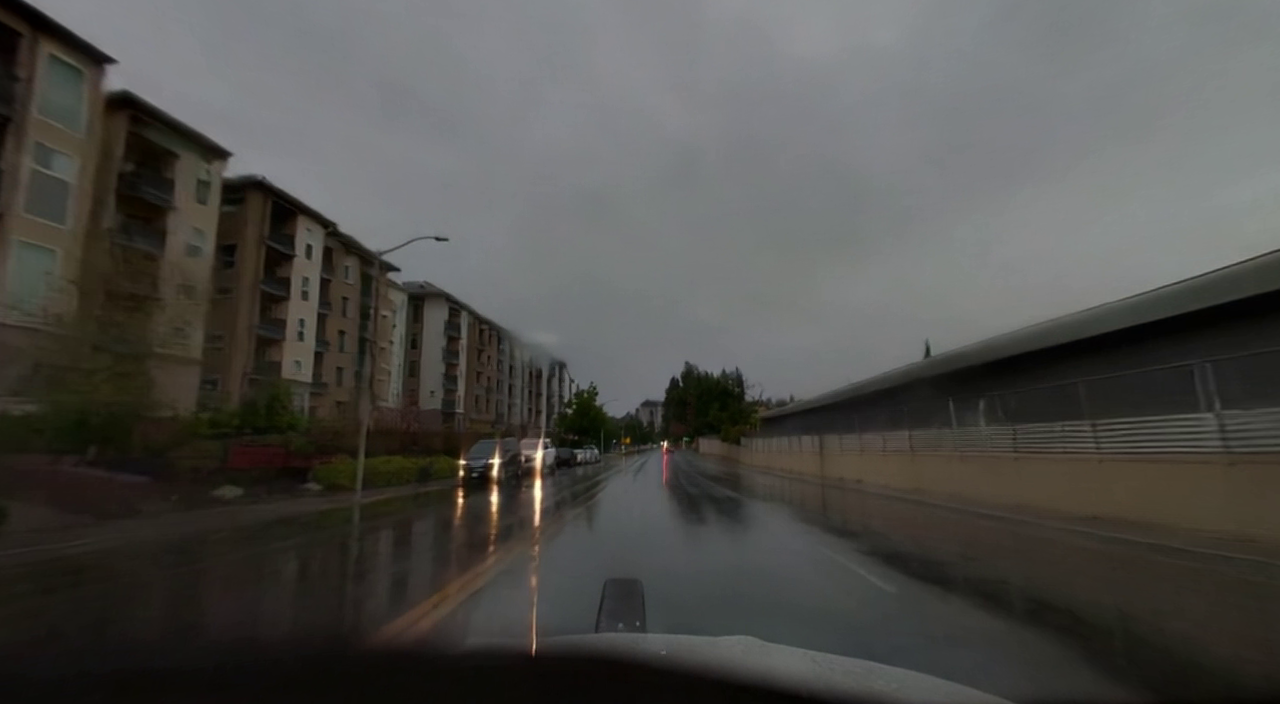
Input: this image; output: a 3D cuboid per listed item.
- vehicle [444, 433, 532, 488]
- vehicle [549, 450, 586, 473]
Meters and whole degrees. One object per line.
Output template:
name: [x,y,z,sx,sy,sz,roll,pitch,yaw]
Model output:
vehicle: [-6.100,4.434,26.104,2.192,1.965,4.917,2,-9,2]
vehicle: [-5.228,7.961,46.178,1.914,1.417,4.750,2,-8,3]
